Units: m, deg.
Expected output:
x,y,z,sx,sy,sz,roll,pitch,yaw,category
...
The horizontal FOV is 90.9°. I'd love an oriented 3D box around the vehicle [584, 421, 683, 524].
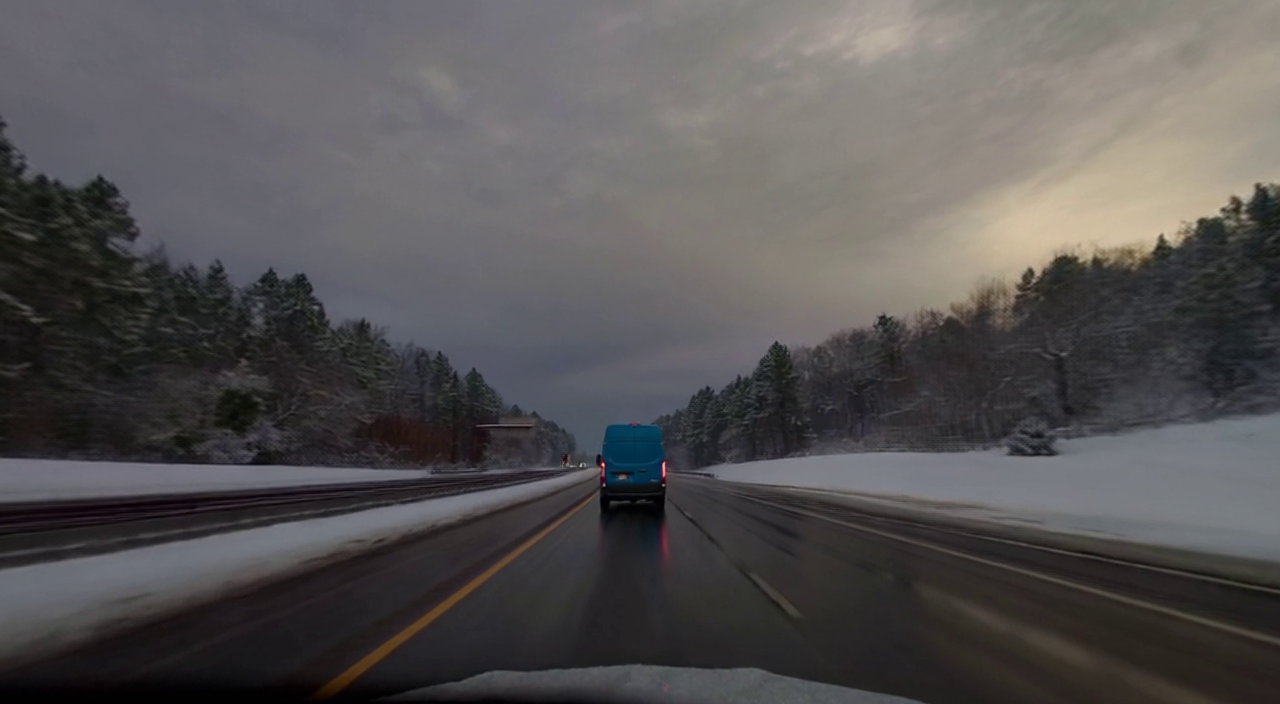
x,y,z,sx,sy,sz,roll,pitch,yaw,category
-0.240,3.464,18.370,2.375,2.432,6.161,1,-10,-2,vehicle
